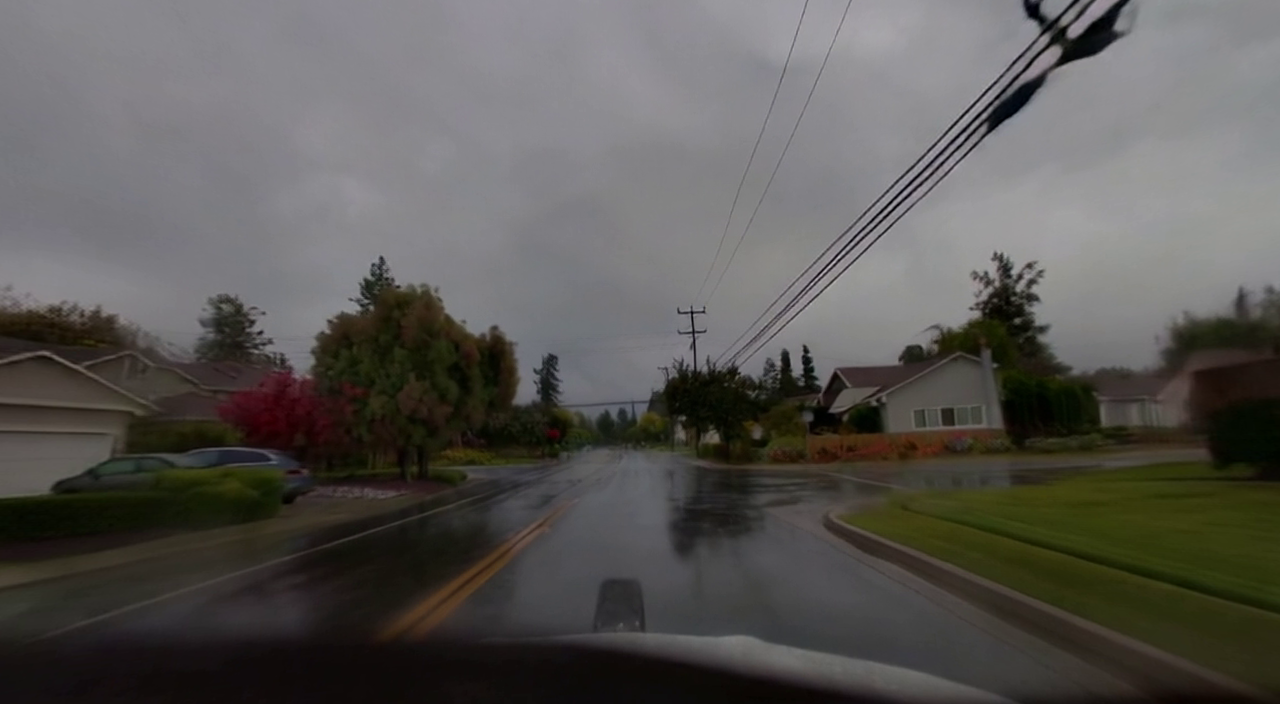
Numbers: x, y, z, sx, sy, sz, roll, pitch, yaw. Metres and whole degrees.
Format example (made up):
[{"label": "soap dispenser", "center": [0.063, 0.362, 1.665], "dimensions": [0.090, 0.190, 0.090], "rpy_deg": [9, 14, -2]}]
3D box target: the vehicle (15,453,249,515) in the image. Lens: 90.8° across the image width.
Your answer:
[{"label": "vehicle", "center": [-14.095, 3.657, 17.833], "dimensions": [4.554, 1.535, 2.261], "rpy_deg": [0, -8, -4]}]
